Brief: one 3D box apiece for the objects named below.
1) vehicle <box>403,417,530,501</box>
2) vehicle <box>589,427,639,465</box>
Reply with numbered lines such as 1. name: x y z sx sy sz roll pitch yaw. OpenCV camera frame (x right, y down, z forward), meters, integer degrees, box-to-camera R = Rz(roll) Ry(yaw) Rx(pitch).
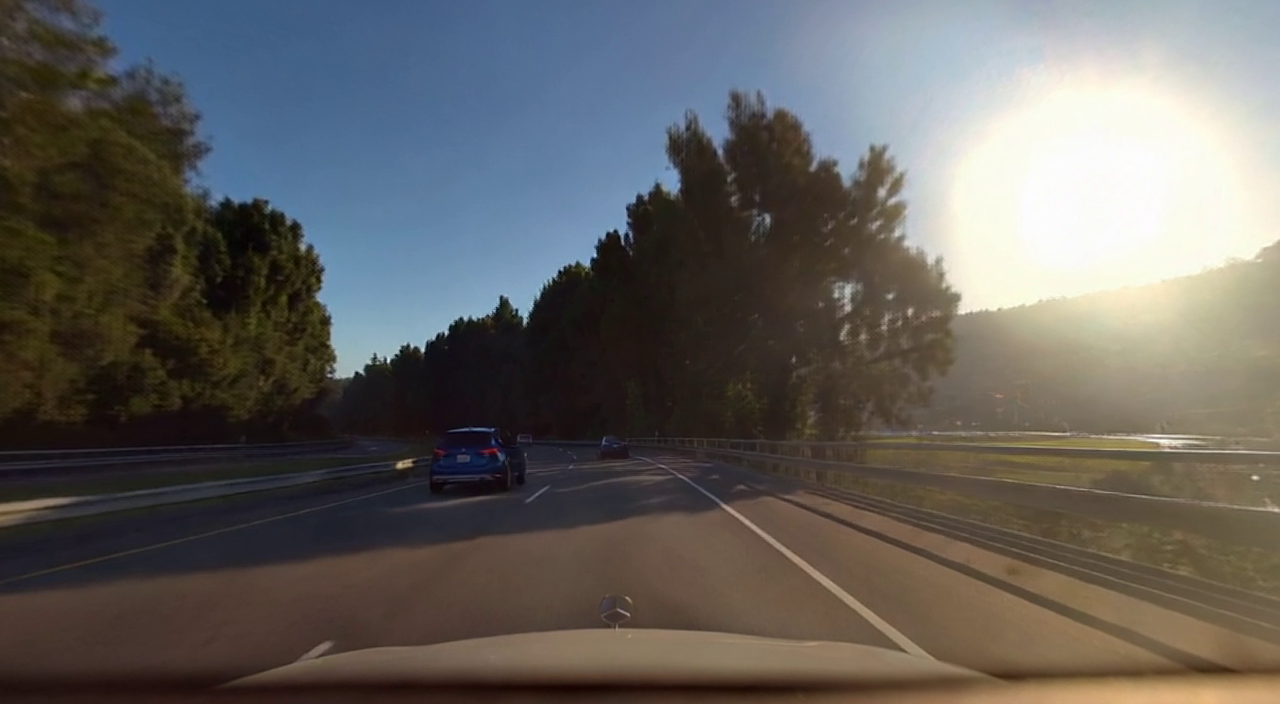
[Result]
1. vehicle: -4.241 2.688 16.342 2.053 1.847 4.760 0 -8 -2
2. vehicle: -1.438 4.920 33.334 2.452 1.857 4.022 1 -8 -5
